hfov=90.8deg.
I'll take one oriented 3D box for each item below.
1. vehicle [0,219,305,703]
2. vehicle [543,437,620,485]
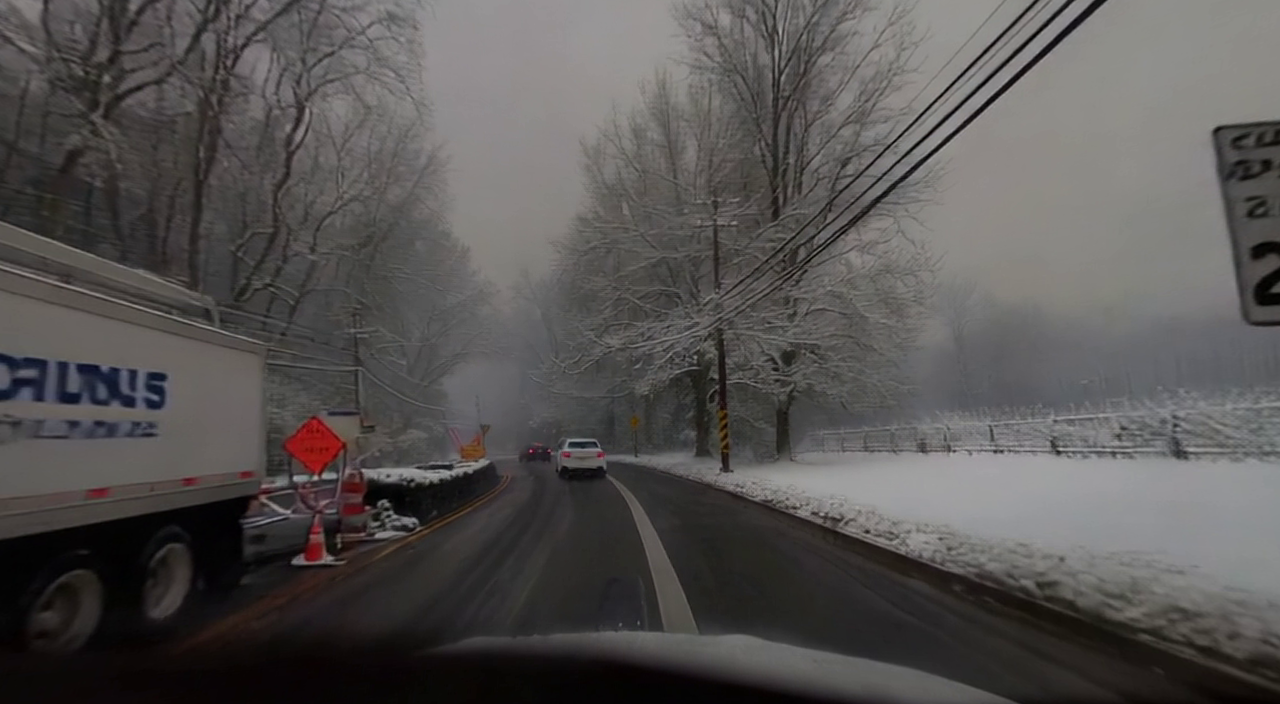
[{"bbox_3d":[-3.599,0.456,1.590,2.671,2.053,6.074,1,-8,-6],"label":"vehicle"},{"bbox_3d":[-2.143,3.726,21.963,2.186,1.463,4.356,2,-8,-11],"label":"vehicle"}]
